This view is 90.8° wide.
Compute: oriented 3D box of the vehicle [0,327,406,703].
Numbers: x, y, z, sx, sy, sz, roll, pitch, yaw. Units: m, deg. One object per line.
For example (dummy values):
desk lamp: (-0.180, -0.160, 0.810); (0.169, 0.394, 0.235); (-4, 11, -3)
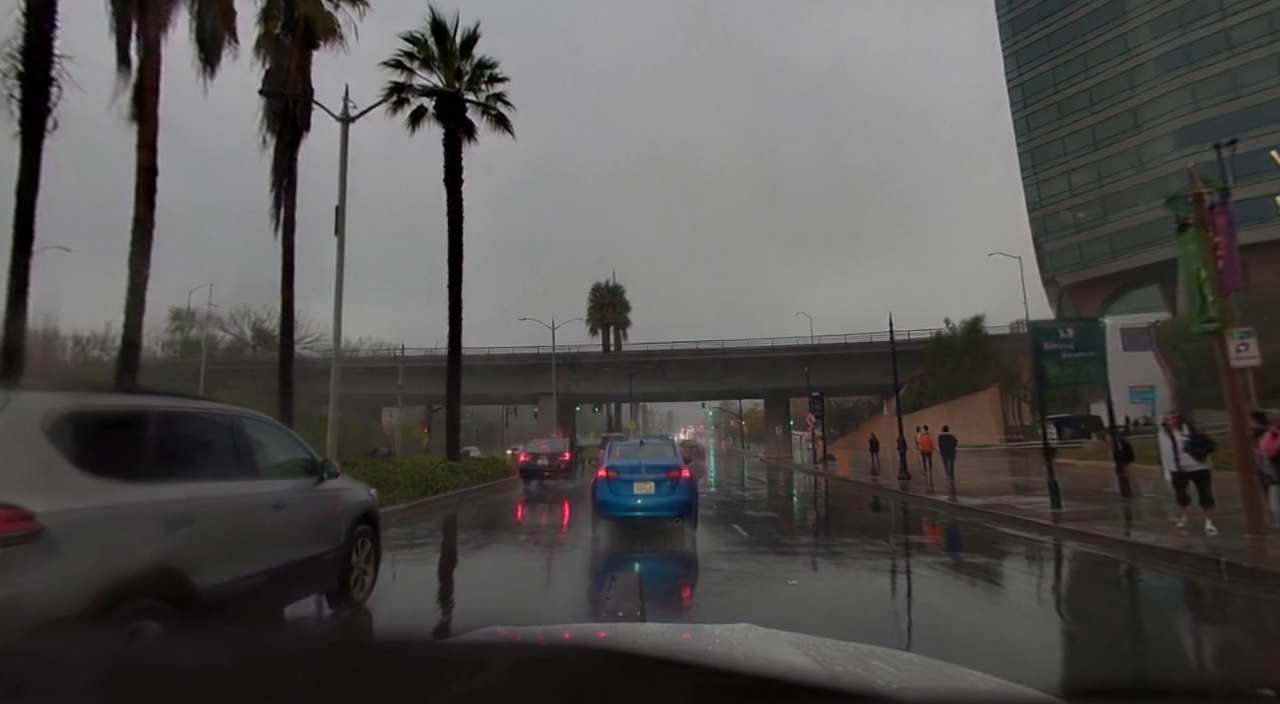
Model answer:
vehicle: (-3.208, 0.985, 3.498); (2.014, 1.740, 4.359); (0, -8, 2)

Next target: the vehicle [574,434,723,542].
vehicle: (0.100, 2.174, 10.787); (2.036, 1.461, 4.129); (0, -8, 0)

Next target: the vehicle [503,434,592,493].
vehicle: (-2.777, 3.439, 19.887); (1.955, 1.637, 4.032); (-1, -8, 3)
